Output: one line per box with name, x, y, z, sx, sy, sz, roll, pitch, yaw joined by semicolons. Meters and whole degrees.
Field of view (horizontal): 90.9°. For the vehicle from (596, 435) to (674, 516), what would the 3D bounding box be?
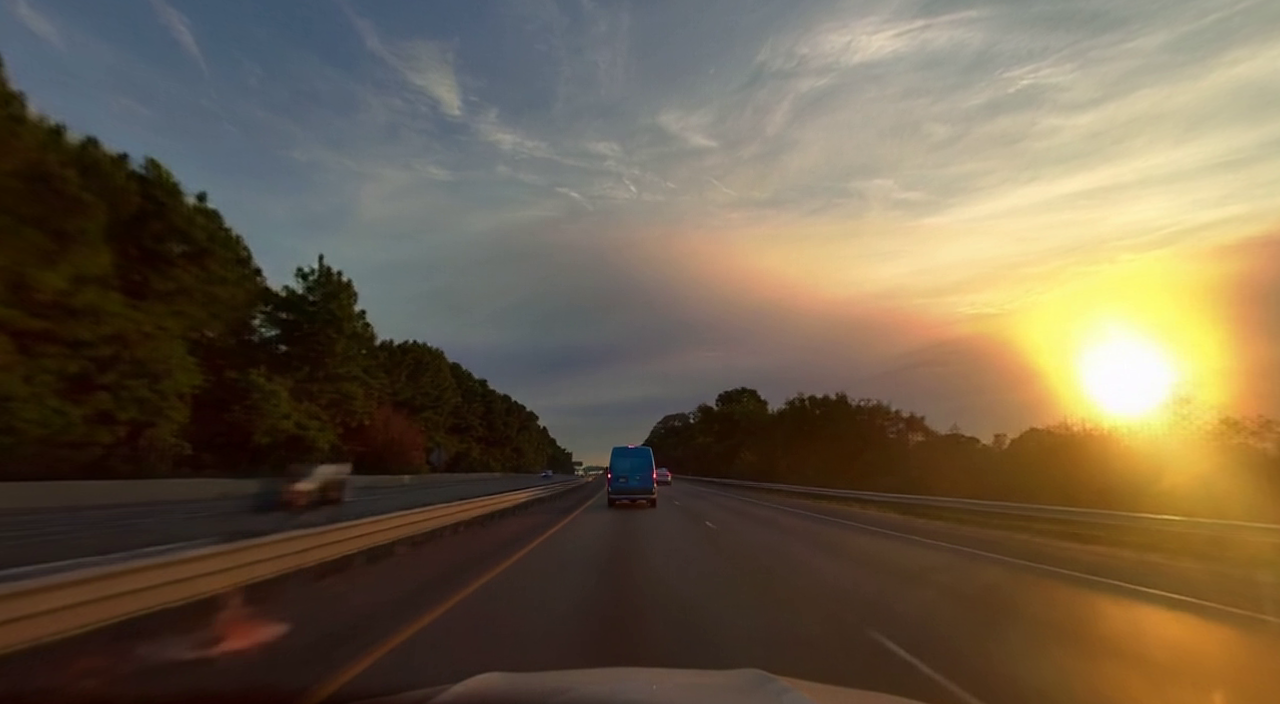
vehicle;-0.268;4.355;22.503;2.375;2.432;6.161;1;-10;-2
